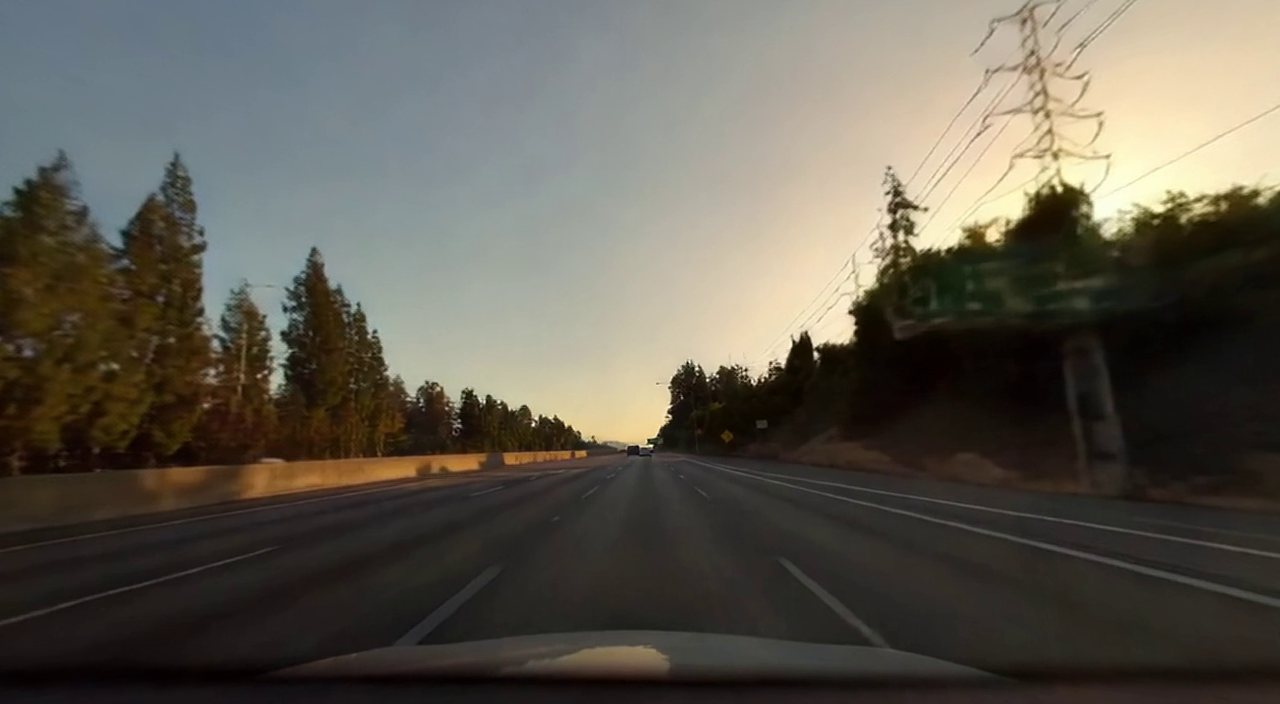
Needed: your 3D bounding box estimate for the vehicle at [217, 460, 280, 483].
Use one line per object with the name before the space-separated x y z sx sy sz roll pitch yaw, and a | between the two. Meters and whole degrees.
vehicle | -27.740 8.449 44.808 1.687 1.391 4.192 0 -8 2
